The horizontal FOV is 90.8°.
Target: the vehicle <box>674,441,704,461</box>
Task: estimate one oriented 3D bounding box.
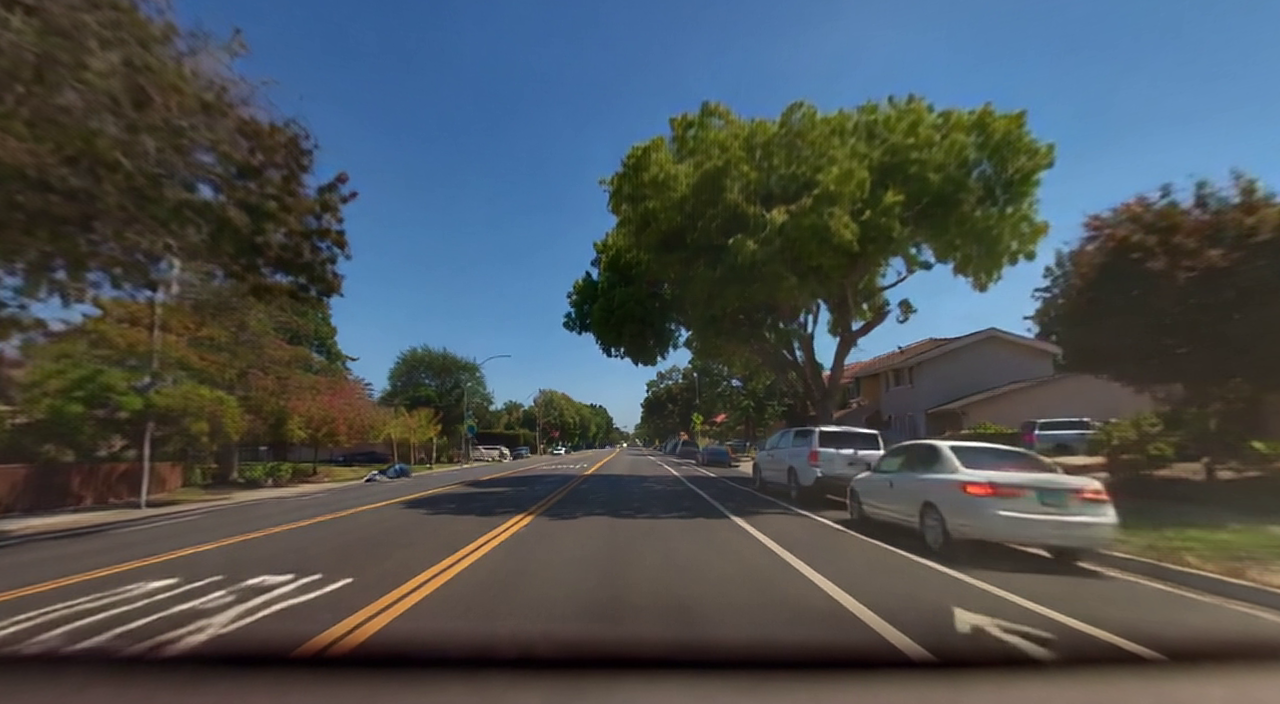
[{"bbox_3d":[3.734,7.673,48.912,1.970,1.455,4.233,0,-8,-1],"label":"vehicle"}]

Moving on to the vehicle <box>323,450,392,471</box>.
[{"bbox_3d":[-22.250,8.553,49.870,4.413,1.477,2.100,-1,-9,0],"label":"vehicle"}]

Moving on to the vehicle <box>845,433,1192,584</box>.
[{"bbox_3d":[4.494,1.882,8.525,1.919,1.474,4.370,0,-8,-1],"label":"vehicle"}]

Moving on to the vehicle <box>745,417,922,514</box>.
[{"bbox_3d":[4.237,2.632,15.197,2.293,1.858,5.868,0,-8,-1],"label":"vehicle"}]
